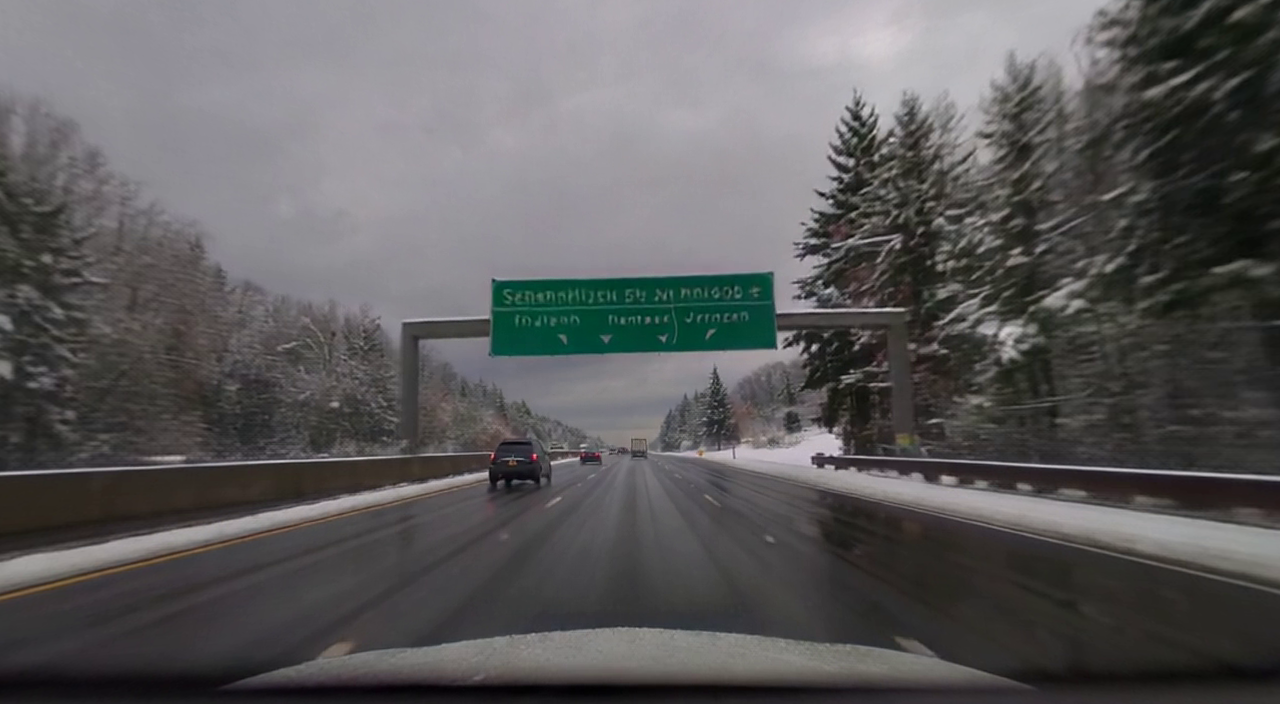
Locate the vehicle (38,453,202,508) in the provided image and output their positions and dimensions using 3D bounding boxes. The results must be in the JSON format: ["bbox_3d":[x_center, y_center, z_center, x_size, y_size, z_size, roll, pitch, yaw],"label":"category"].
[{"bbox_3d":[-17.094,4.190,20.941,1.874,1.560,4.205,-1,-9,0],"label":"vehicle"}]

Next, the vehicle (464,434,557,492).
[{"bbox_3d":[-4.109,3.611,20.686,2.151,1.693,4.201,-1,-9,0],"label":"vehicle"}]
